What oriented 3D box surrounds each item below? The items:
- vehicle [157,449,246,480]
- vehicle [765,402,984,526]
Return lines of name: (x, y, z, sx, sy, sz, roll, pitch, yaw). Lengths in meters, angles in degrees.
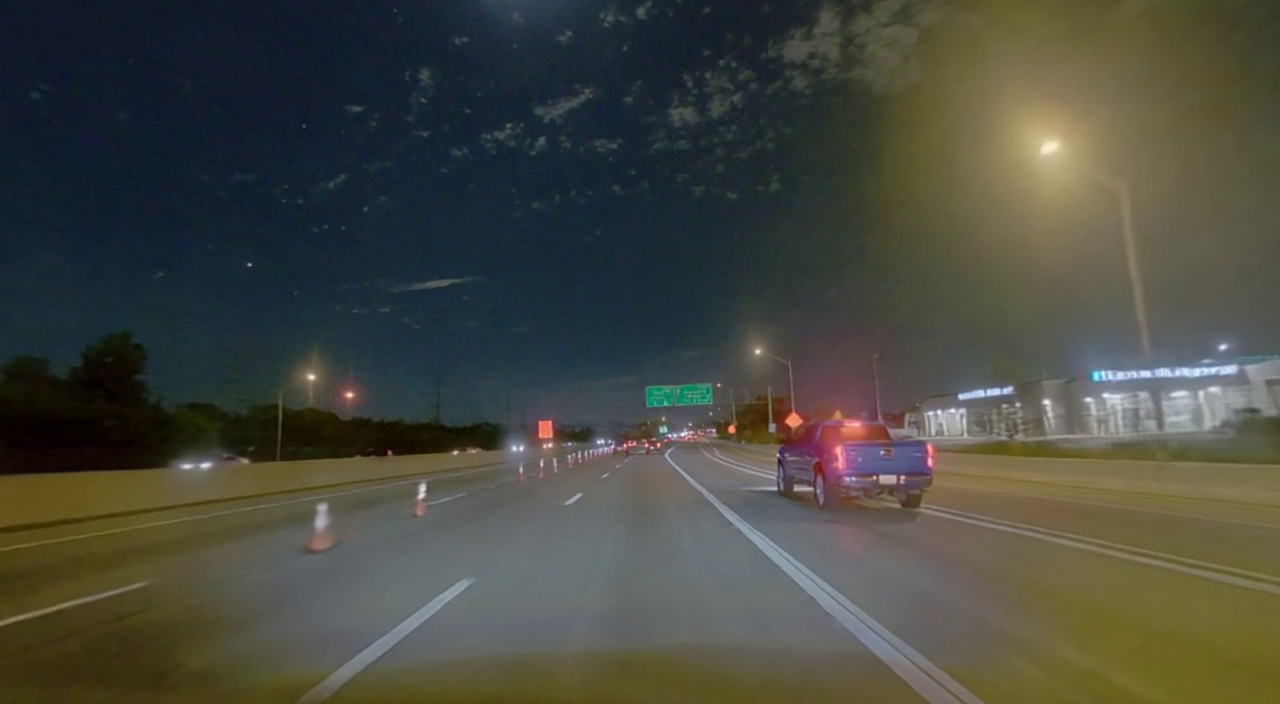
vehicle: (-30.861, 7.893, 44.671, 2.206, 1.957, 5.698, 0, -8, 0)
vehicle: (4.055, 2.073, 12.187, 2.186, 1.840, 5.289, 0, -8, 0)
